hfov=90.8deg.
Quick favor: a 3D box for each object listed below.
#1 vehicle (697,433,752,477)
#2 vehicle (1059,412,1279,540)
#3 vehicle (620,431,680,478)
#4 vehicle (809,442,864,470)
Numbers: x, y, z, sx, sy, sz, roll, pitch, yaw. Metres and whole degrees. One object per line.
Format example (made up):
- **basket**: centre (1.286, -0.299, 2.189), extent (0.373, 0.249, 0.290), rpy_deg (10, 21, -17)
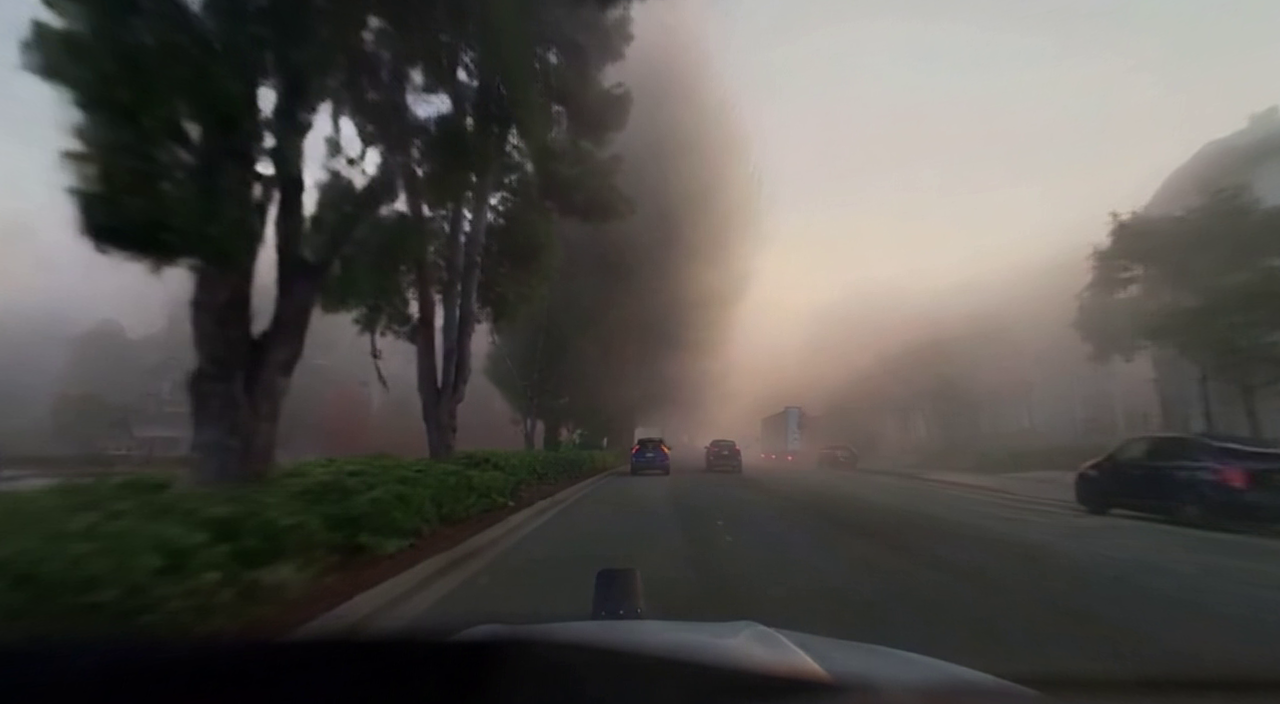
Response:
- **vehicle**: centre (3.747, 4.677, 28.897), extent (2.033, 1.823, 4.409), rpy_deg (0, -9, 2)
- **vehicle**: centre (10.234, 2.167, 11.615), extent (1.938, 1.860, 4.690), rpy_deg (0, -9, 2)
- **vehicle**: centre (0.506, 4.412, 27.365), extent (2.345, 1.841, 5.032), rpy_deg (0, -9, 3)
- **vehicle**: centre (11.313, 6.039, 36.739), extent (1.901, 1.496, 4.948), rpy_deg (0, -9, 4)
